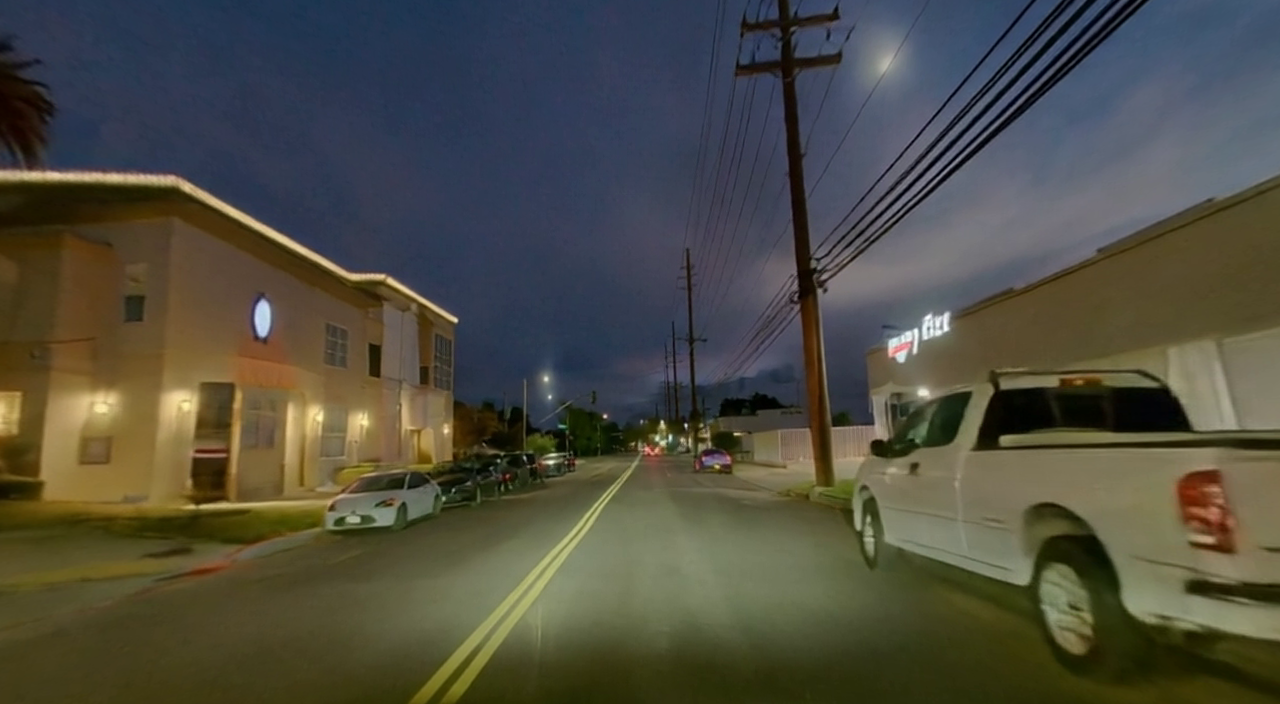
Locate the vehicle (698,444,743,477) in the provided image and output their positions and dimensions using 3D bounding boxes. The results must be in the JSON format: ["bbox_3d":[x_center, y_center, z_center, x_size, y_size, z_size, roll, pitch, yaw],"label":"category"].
[{"bbox_3d":[4.184,5.725,33.542,1.948,1.607,4.873,0,-9,2],"label":"vehicle"}]

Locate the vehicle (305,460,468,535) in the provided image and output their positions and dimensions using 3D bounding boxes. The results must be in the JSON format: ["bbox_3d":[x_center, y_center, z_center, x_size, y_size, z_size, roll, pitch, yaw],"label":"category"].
[{"bbox_3d":[-5.881,3.413,15.380,1.982,1.453,4.577,0,-9,1],"label":"vehicle"}]

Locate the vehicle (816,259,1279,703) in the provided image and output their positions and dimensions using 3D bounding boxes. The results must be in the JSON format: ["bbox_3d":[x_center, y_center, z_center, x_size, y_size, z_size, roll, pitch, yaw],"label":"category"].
[{"bbox_3d":[3.592,1.166,5.202,2.485,2.123,6.029,0,-9,0],"label":"vehicle"}]

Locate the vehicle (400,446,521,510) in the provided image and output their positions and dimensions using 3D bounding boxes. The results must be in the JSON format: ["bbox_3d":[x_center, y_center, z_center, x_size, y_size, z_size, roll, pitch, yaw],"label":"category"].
[{"bbox_3d":[-5.663,4.032,20.753,2.286,1.836,5.088,0,-9,2],"label":"vehicle"}]

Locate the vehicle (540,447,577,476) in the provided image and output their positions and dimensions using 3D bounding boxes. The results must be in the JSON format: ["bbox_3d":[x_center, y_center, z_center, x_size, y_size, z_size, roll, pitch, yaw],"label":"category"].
[{"bbox_3d":[-5.527,7.537,43.536,2.126,1.864,4.831,0,-9,-3],"label":"vehicle"}]
